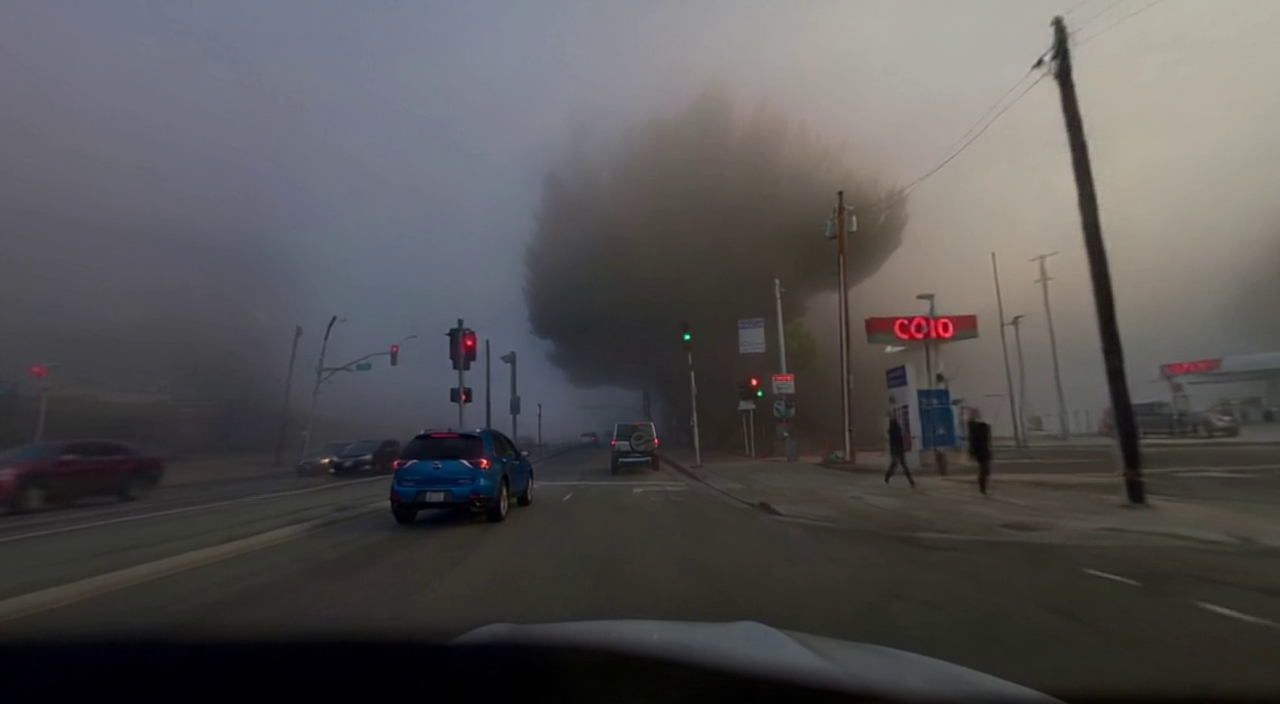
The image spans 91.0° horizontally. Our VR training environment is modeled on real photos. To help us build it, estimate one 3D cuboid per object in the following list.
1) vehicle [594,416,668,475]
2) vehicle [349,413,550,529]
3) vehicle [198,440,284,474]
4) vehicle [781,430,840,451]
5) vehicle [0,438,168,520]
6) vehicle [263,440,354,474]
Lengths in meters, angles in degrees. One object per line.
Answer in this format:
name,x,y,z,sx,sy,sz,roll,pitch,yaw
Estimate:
vehicle,-0.371,3.631,24.418,2.552,1.999,5.498,0,-9,-1
vehicle,-3.242,2.171,12.039,2.247,1.734,4.919,0,-9,1
vehicle,-31.360,8.271,49.563,5.274,1.973,2.438,-8,-10,4
vehicle,13.227,6.881,48.807,3.997,1.496,1.907,3,-9,-18
vehicle,-15.294,3.308,16.820,2.044,1.832,4.569,-2,-8,-4
vehicle,-16.481,5.244,31.580,2.191,1.544,4.541,0,-9,-2
